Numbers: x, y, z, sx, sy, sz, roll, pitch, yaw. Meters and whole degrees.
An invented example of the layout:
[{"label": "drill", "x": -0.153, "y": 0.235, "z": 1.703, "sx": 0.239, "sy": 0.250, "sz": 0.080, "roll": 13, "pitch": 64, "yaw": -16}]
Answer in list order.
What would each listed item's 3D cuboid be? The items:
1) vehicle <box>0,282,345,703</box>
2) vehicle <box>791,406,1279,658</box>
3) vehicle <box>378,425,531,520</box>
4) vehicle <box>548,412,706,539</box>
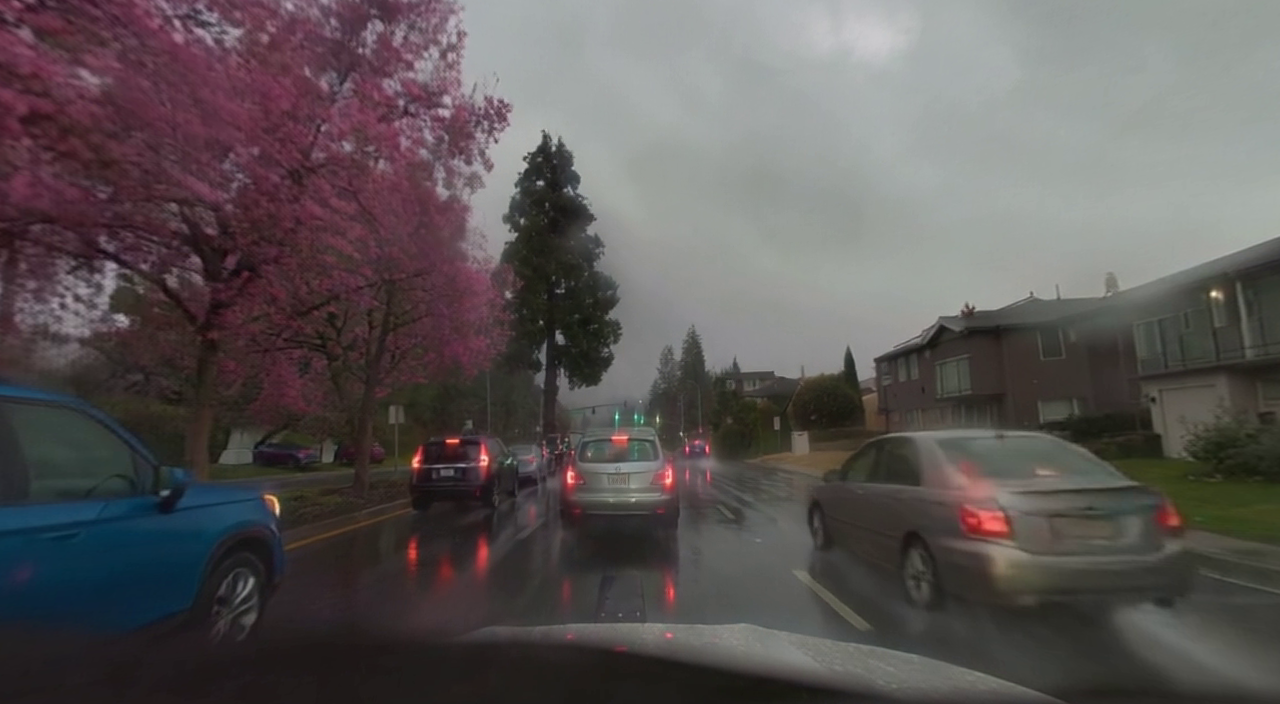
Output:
[{"label": "vehicle", "x": -3.555, "y": 0.756, "z": 2.645, "sx": 2.304, "sy": 1.928, "sz": 4.833, "roll": 0, "pitch": -8, "yaw": 0}, {"label": "vehicle", "x": 3.157, "y": 1.457, "z": 6.323, "sx": 2.056, "sy": 1.536, "sz": 4.678, "roll": 0, "pitch": -8, "yaw": -1}, {"label": "vehicle", "x": -3.672, "y": 2.456, "z": 13.409, "sx": 1.948, "sy": 1.668, "sz": 4.279, "roll": 0, "pitch": -8, "yaw": 0}, {"label": "vehicle", "x": -0.200, "y": 1.957, "z": 10.586, "sx": 2.112, "sy": 1.693, "sz": 4.058, "roll": 0, "pitch": -8, "yaw": -1}]
